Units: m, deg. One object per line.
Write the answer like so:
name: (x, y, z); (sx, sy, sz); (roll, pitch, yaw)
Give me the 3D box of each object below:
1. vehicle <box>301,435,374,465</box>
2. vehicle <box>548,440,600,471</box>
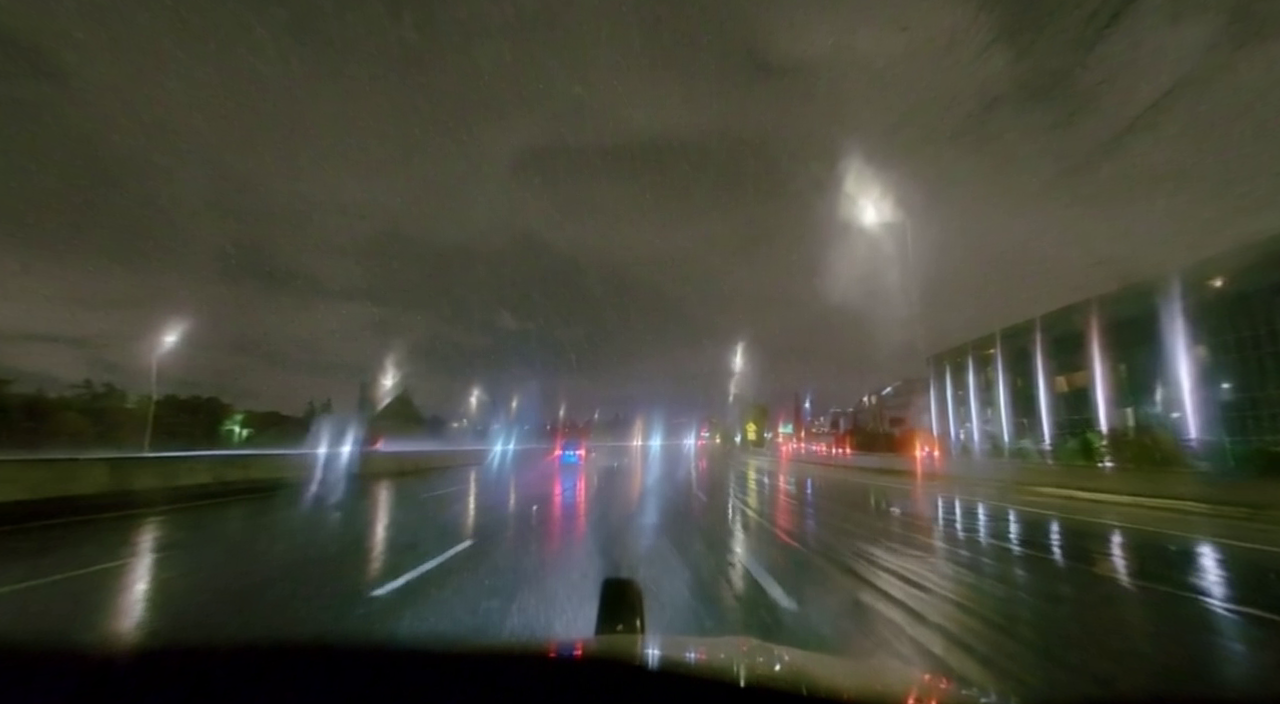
vehicle: (-19.424, 6.335, 40.903); (2.062, 1.795, 4.950); (-1, -8, 3)
vehicle: (-3.491, 5.578, 34.318); (2.087, 1.566, 4.756); (-1, -8, 3)
